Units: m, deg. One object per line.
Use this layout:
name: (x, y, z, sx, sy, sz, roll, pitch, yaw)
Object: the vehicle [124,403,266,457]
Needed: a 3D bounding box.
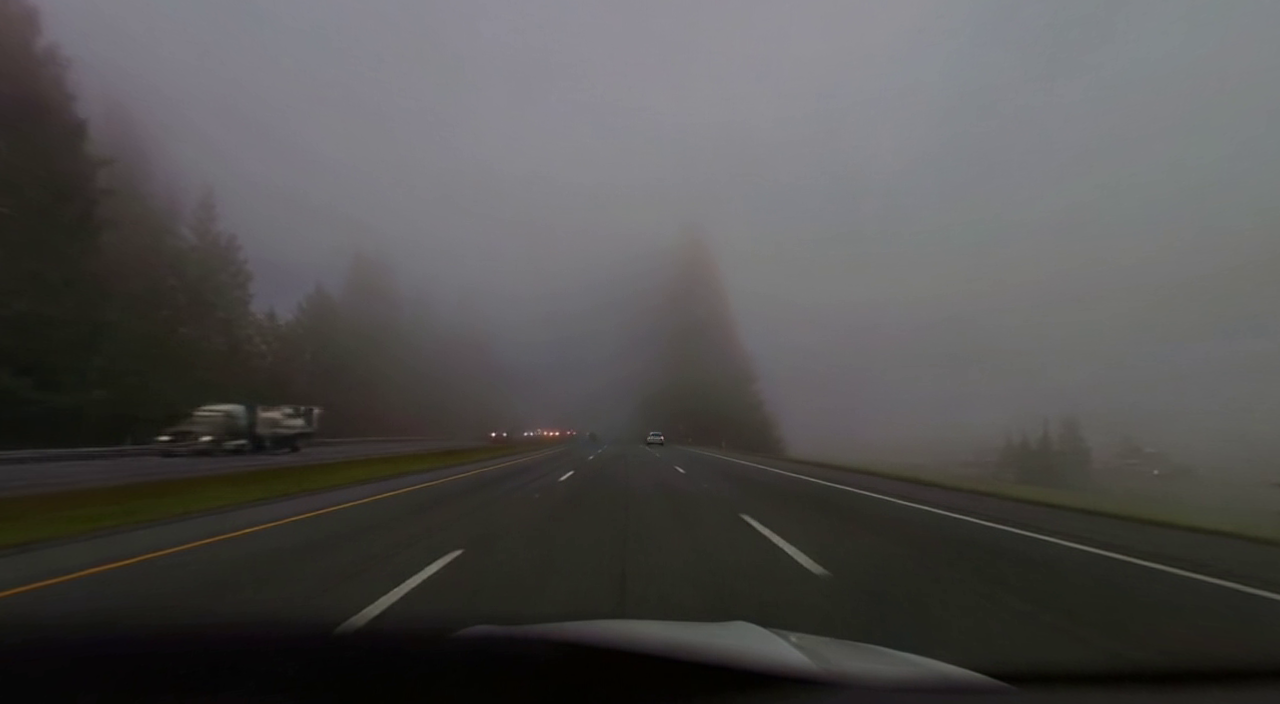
vehicle: (-17.642, 3.170, 25.321, 2.171, 1.969, 4.913, 0, -8, -1)
